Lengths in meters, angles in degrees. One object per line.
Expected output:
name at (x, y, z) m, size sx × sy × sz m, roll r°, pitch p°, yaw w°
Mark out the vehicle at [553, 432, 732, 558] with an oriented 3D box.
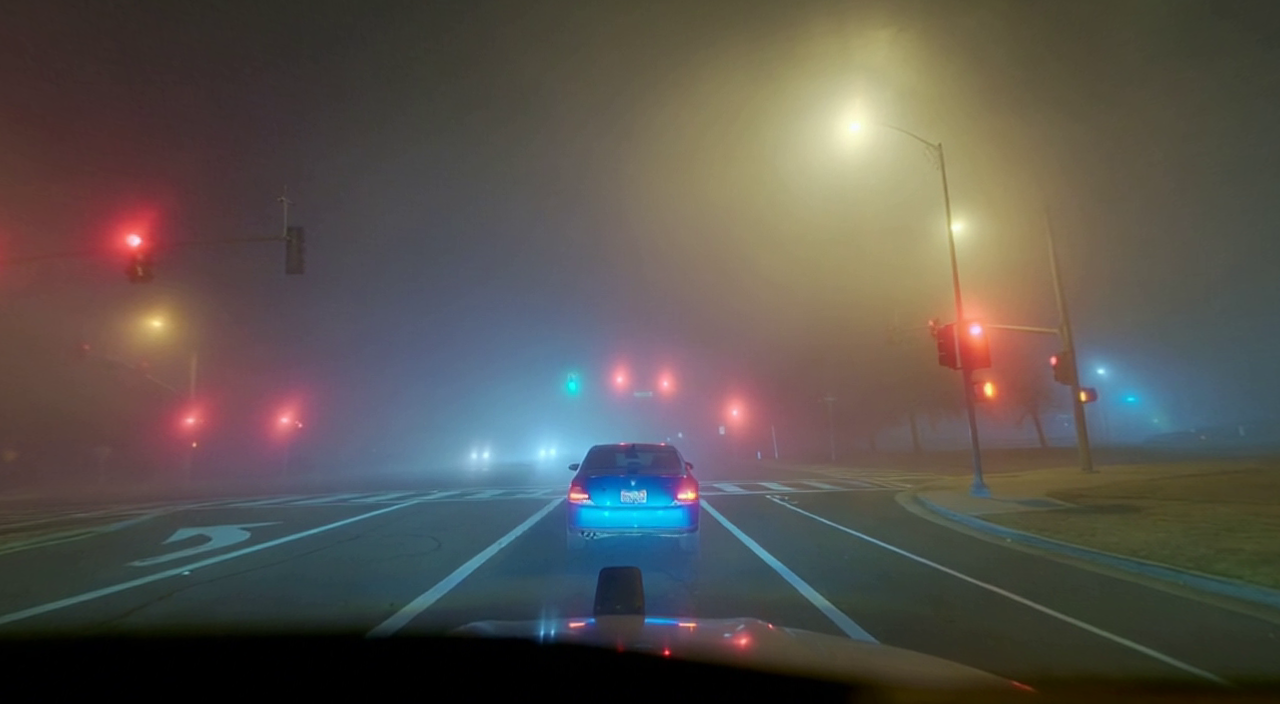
vehicle at (0.003, 1.998, 9.513) m, size 2.107 × 1.470 × 3.974 m, roll 0°, pitch -9°, yaw -1°
